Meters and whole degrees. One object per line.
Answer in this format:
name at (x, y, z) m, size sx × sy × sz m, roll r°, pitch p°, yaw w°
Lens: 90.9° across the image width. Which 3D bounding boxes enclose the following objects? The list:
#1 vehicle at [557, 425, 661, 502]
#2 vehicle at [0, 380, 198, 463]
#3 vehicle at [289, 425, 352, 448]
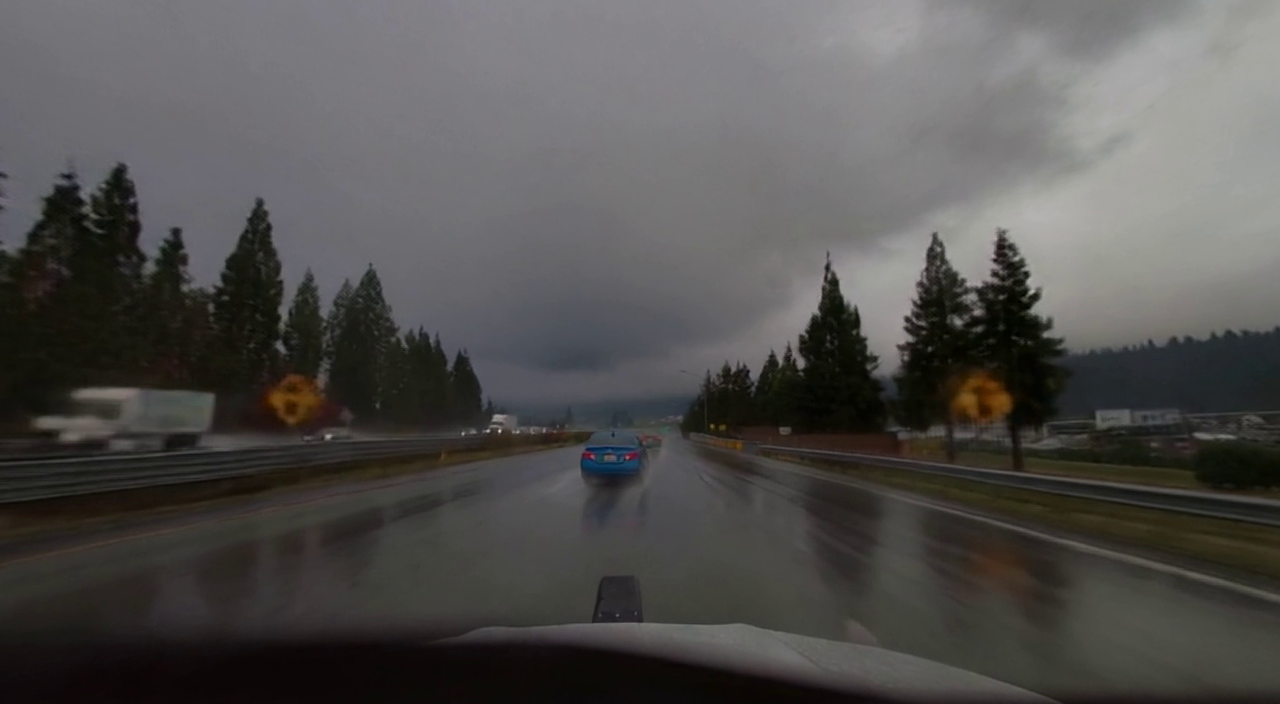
vehicle at (-0.524, 2.394, 14.120) m, size 1.977 × 1.443 × 4.225 m, roll 0°, pitch -7°, yaw 2°
vehicle at (-18.294, 2.373, 21.075) m, size 2.267 × 2.355 × 6.194 m, roll 0°, pitch -7°, yaw 2°
vehicle at (-21.443, 5.685, 42.509) m, size 1.760 × 1.435 × 4.465 m, roll 0°, pitch -7°, yaw 2°
